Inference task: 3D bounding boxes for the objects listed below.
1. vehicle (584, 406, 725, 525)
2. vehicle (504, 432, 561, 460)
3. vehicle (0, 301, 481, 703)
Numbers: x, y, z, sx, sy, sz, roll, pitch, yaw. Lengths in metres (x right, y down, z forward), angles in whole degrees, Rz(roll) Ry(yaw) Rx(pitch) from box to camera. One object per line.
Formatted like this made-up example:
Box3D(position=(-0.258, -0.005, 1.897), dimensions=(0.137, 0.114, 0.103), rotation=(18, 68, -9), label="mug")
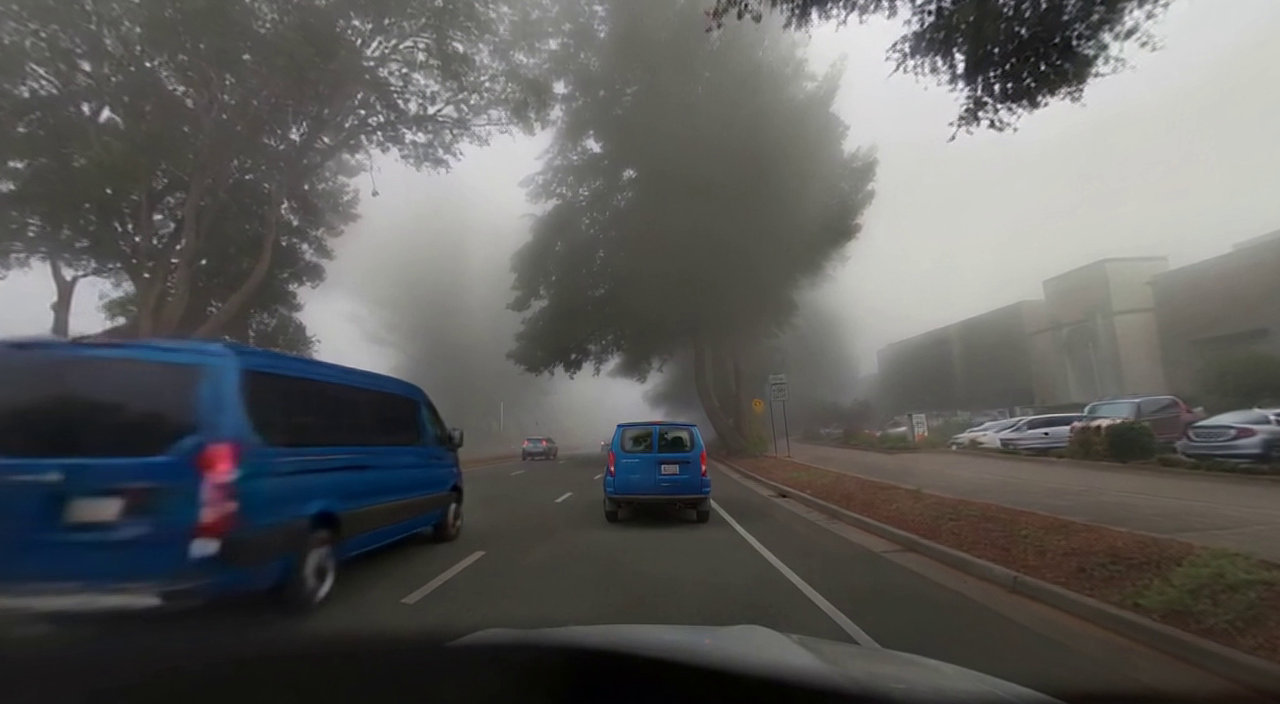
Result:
Box3D(position=(0.294, 2.071, 11.961), dimensions=(2.173, 1.830, 4.189), rotation=(0, -8, 2), label="vehicle")
Box3D(position=(-7.146, 6.309, 42.485), dimensions=(2.243, 1.783, 4.600), rotation=(-2, -8, 11), label="vehicle")
Box3D(position=(-3.542, 1.153, 6.043), dimensions=(2.486, 2.074, 5.456), rotation=(0, -8, 2), label="vehicle")
